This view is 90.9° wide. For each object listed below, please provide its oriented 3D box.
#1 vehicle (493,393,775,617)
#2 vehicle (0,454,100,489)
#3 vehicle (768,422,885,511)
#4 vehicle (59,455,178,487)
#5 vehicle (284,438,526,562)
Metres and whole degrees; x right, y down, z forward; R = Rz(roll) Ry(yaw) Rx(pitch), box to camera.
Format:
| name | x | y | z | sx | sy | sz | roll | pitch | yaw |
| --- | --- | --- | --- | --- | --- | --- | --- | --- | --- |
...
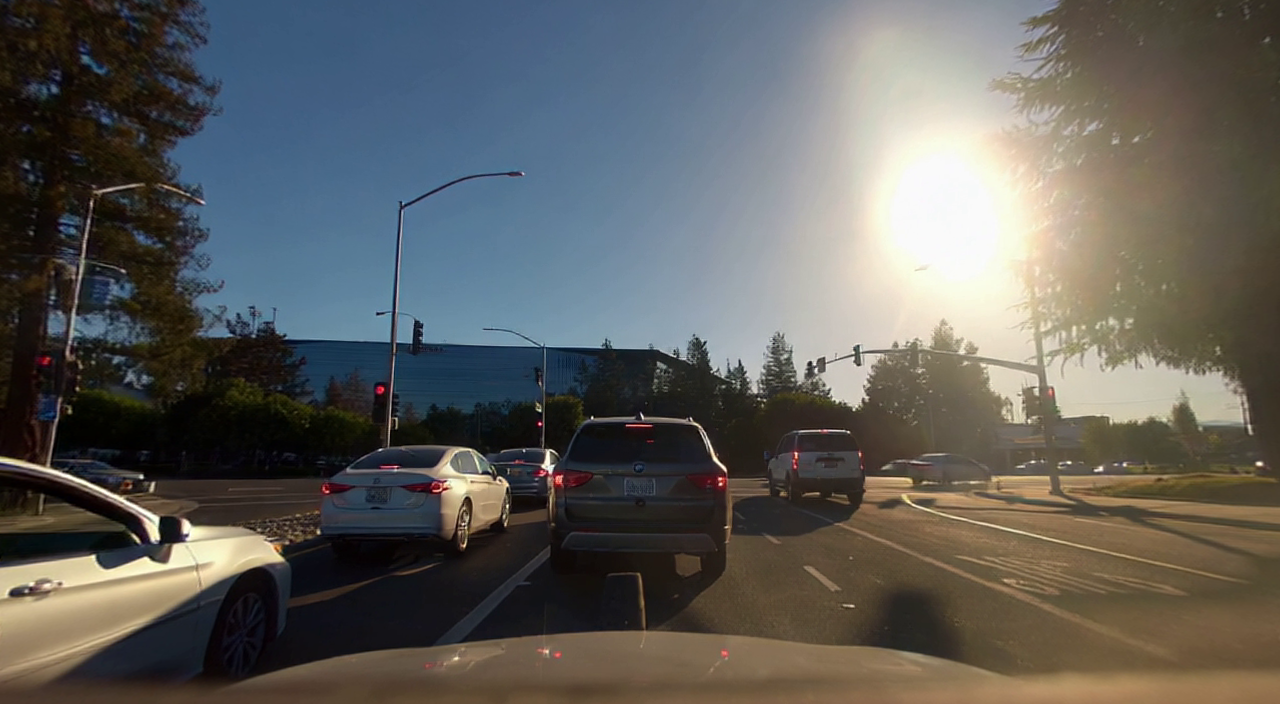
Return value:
| name | x | y | z | sx | sy | sz | roll | pitch | yaw |
| --- | --- | --- | --- | --- | --- | --- | --- | --- | --- |
| vehicle | -0.040 | 1.520 | 7.179 | 2.203 | 1.757 | 4.286 | 0 | -8 | 0 |
| vehicle | -27.056 | 5.277 | 27.954 | 4.198 | 1.444 | 1.765 | 2 | -9 | -15 |
| vehicle | 4.798 | 3.000 | 16.921 | 2.084 | 2.053 | 4.073 | -1 | -8 | 4 |
| vehicle | -26.001 | 5.945 | 31.603 | 4.140 | 1.444 | 1.742 | 2 | -9 | -15 |
| vehicle | -3.205 | 2.093 | 9.764 | 1.913 | 1.453 | 4.413 | 0 | -8 | 2 |
